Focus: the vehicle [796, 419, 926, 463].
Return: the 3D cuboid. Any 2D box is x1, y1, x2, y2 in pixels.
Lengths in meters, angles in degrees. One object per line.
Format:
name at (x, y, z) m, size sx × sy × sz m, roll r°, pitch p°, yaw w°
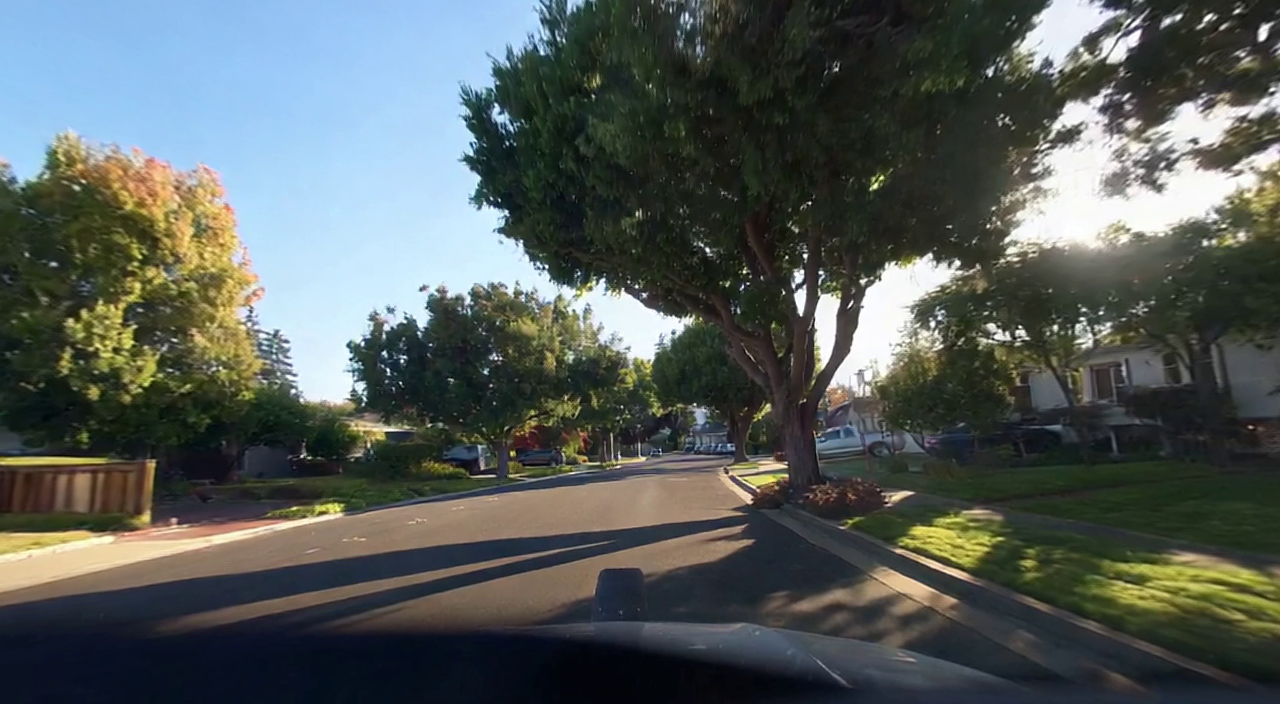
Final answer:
vehicle at (11.594, 4.764, 33.640) m, size 6.053 × 2.240 × 2.582 m, roll -1°, pitch -9°, yaw 7°
